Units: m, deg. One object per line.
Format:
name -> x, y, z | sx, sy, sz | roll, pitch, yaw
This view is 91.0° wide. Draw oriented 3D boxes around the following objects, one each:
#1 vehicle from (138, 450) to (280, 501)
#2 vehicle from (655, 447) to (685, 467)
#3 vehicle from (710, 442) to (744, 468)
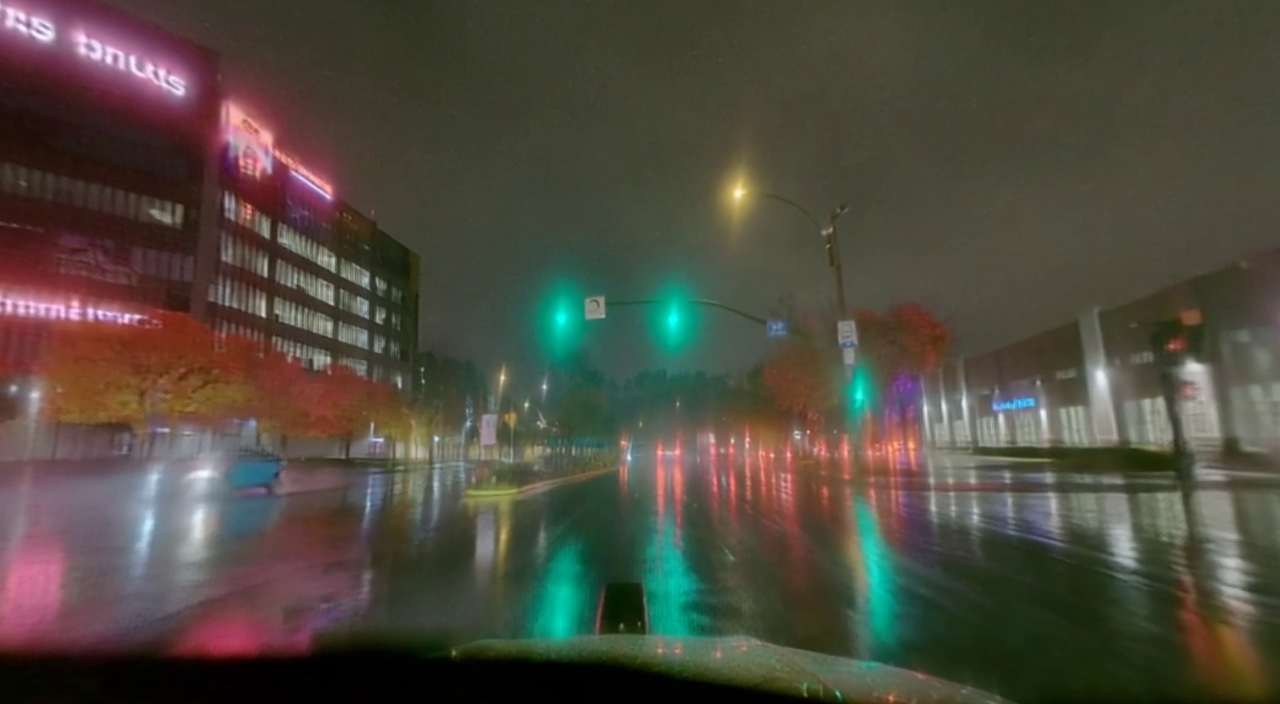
vehicle -> -14.993, 4.278, 22.250 | 1.904, 1.582, 4.111 | 0, -9, 3
vehicle -> 2.412, 8.176, 49.246 | 2.014, 1.525, 4.197 | -1, -9, 7
vehicle -> 6.245, 7.416, 45.566 | 2.174, 1.749, 4.739 | 0, -9, 5
